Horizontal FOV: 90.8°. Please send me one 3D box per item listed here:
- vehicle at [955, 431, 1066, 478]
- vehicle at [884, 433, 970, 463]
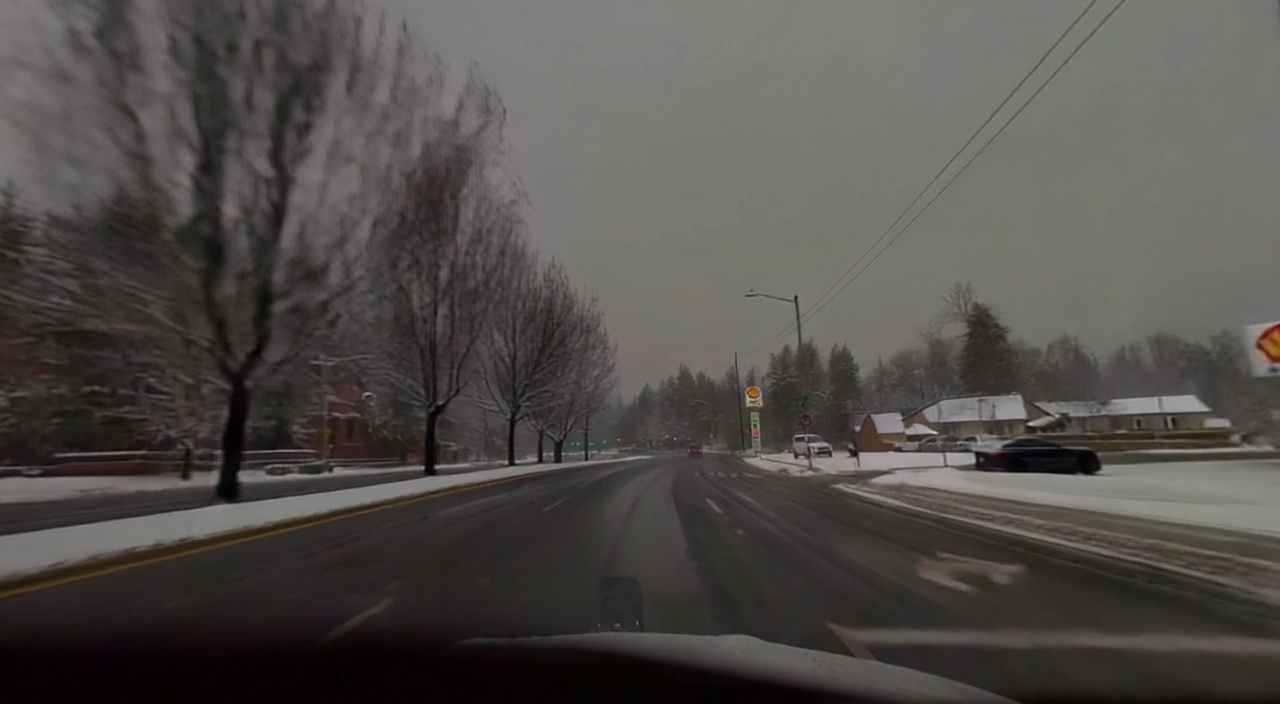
[{"bbox_3d":[13.716,3.831,23.294,4.744,1.475,2.008,9,-16,-41],"label":"vehicle"},{"bbox_3d":[18.678,6.272,41.200,4.543,1.838,2.127,1,-9,-7],"label":"vehicle"}]
